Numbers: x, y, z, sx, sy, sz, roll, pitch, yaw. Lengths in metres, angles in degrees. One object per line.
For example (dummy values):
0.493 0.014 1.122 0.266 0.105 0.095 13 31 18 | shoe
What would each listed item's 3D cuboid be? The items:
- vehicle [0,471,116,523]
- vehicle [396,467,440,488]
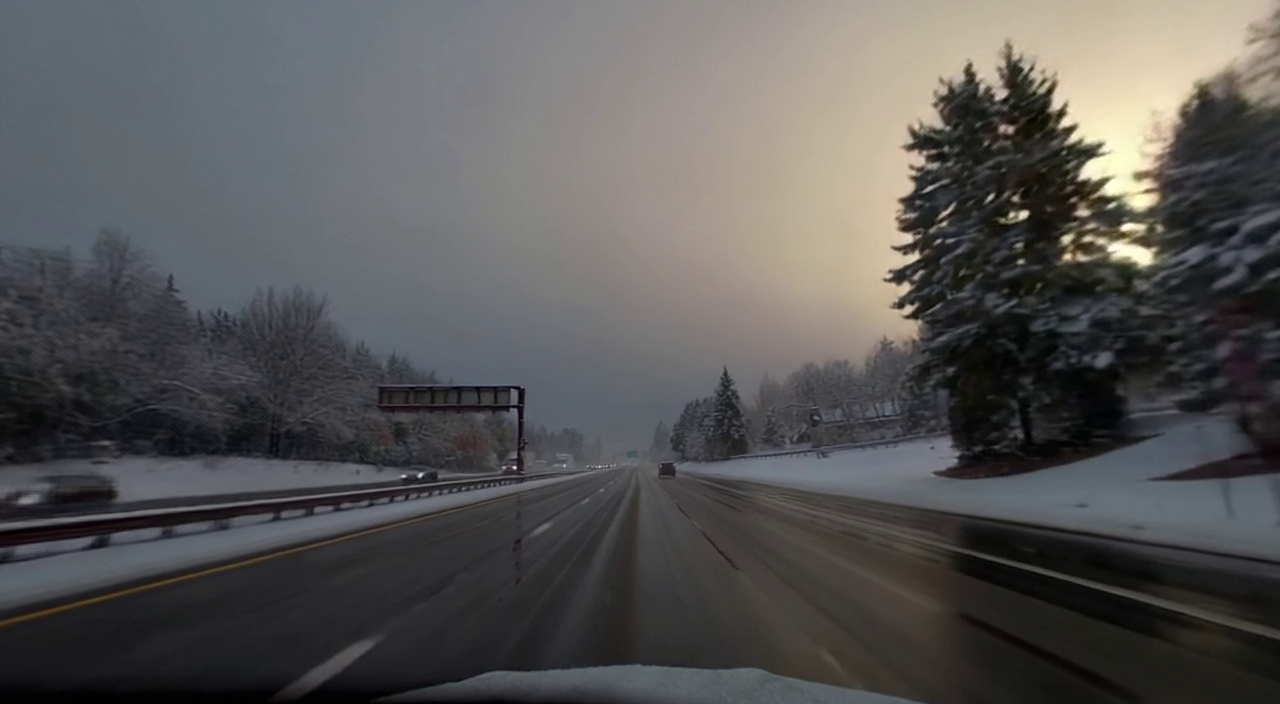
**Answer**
-19.994 4.665 20.554 1.849 1.483 4.542 1 -10 0 | vehicle
-16.307 9.248 46.450 1.878 1.427 3.636 1 -10 0 | vehicle
